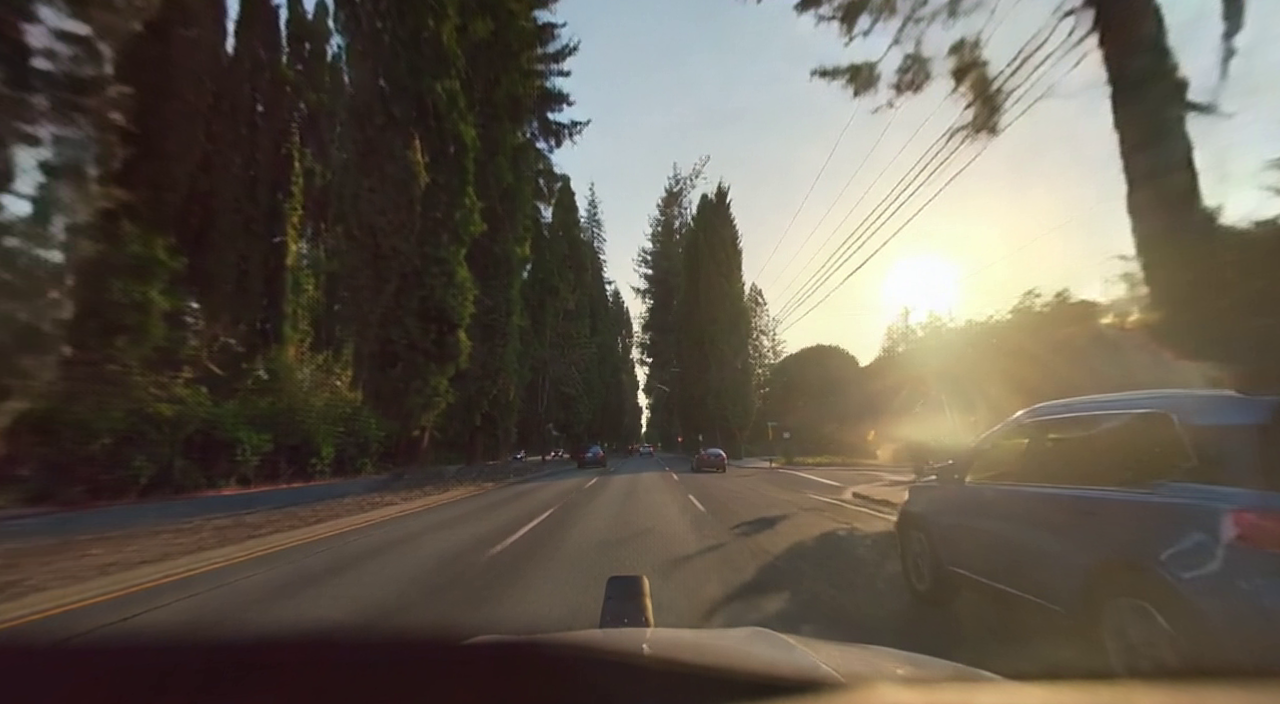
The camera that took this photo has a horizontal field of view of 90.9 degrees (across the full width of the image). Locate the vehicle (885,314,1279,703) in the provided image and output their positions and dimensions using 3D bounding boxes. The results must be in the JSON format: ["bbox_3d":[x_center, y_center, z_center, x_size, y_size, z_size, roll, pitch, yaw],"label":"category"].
[{"bbox_3d":[3.343,0.940,3.498,2.182,1.744,4.464,0,-8,1],"label":"vehicle"}]

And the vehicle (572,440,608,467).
[{"bbox_3d":[-3.335,6.860,42.935,2.066,1.725,4.241,0,-8,1],"label":"vehicle"}]

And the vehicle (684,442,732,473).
[{"bbox_3d":[3.361,5.305,31.927,1.906,1.468,4.422,0,-8,-1],"label":"vehicle"}]
